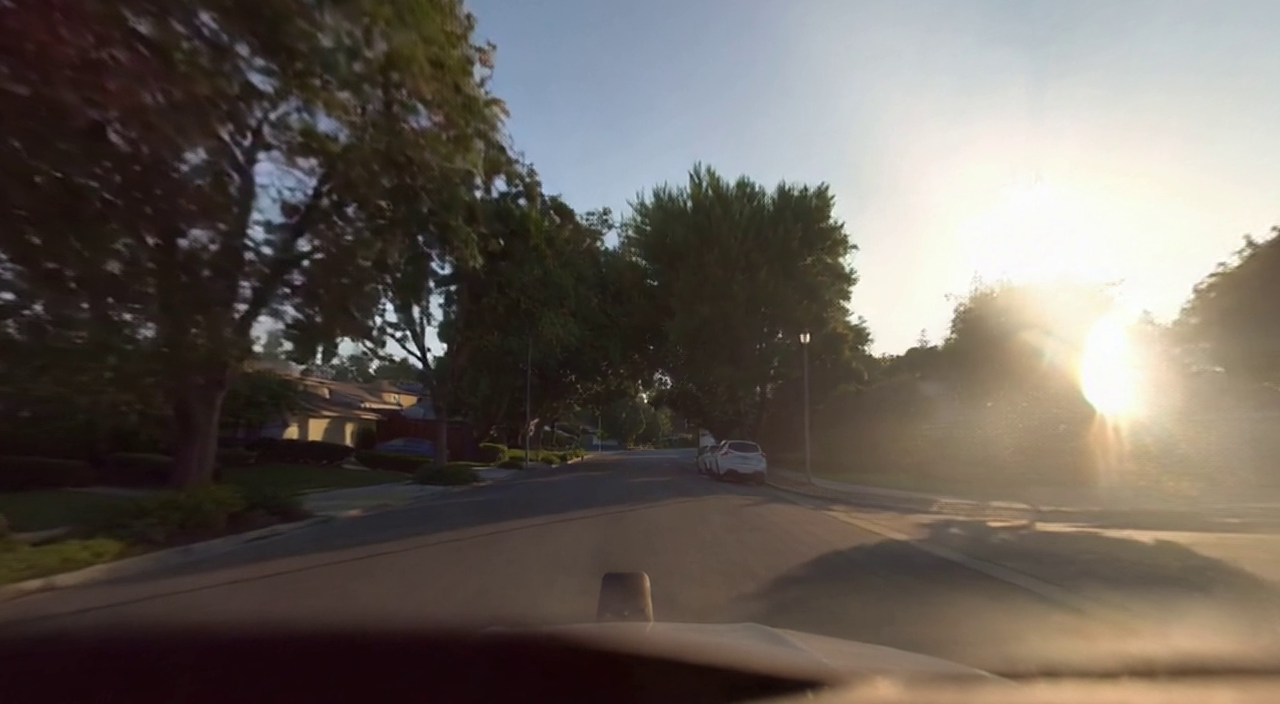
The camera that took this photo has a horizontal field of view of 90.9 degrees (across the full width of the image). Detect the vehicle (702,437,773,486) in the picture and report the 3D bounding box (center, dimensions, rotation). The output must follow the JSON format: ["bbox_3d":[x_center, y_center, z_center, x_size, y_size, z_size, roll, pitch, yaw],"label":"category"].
[{"bbox_3d":[3.787,4.331,25.245,2.046,1.760,4.570,0,-8,-1],"label":"vehicle"}]

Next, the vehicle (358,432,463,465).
[{"bbox_3d":[-12.555,5.290,34.629,4.906,1.564,1.988,1,-8,6],"label":"vehicle"}]
